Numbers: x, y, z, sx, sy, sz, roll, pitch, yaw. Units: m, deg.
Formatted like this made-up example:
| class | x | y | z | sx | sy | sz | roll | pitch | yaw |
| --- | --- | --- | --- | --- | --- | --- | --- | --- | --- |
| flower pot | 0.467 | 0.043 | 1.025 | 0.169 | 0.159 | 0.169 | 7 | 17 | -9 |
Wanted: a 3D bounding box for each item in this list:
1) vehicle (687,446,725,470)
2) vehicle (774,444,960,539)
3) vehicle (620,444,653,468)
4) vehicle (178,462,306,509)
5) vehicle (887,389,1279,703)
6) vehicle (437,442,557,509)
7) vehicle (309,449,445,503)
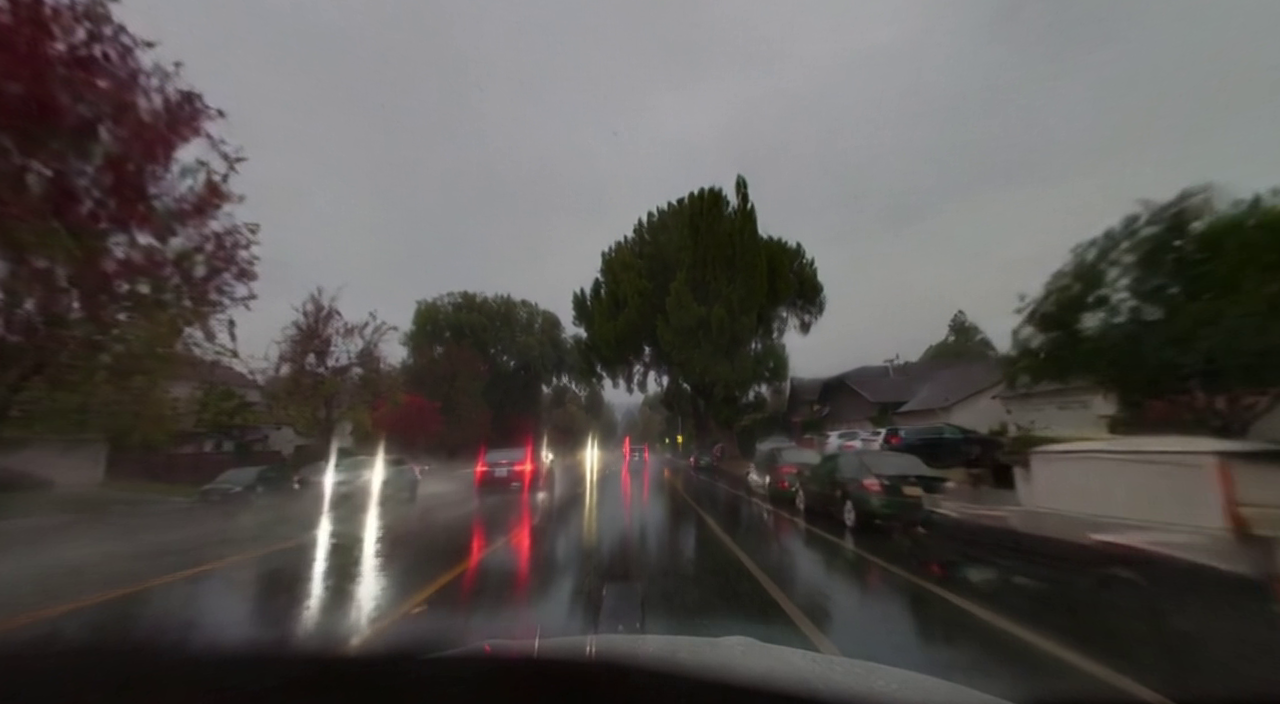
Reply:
| class | x | y | z | sx | sy | sz | roll | pitch | yaw |
| --- | --- | --- | --- | --- | --- | --- | --- | --- | --- |
| vehicle | 4.306 | 6.961 | 41.668 | 1.944 | 1.470 | 4.530 | 0 | -9 | -1 |
| vehicle | 4.039 | 2.535 | 12.220 | 1.881 | 1.453 | 4.574 | 0 | -9 | 0 |
| vehicle | -0.239 | 7.069 | 43.051 | 2.088 | 1.495 | 4.048 | 0 | -9 | 0 |
| vehicle | -14.894 | 4.997 | 23.976 | 1.862 | 1.466 | 4.429 | -1 | -9 | 2 |
| vehicle | 4.207 | 1.386 | 5.472 | 2.045 | 1.702 | 4.916 | 0 | -9 | -1 |
| vehicle | -3.472 | 3.077 | 16.282 | 2.027 | 1.477 | 4.413 | 0 | -9 | 0 |
| vehicle | -8.310 | 3.933 | 20.568 | 2.075 | 1.487 | 4.792 | -1 | -9 | 4 |
